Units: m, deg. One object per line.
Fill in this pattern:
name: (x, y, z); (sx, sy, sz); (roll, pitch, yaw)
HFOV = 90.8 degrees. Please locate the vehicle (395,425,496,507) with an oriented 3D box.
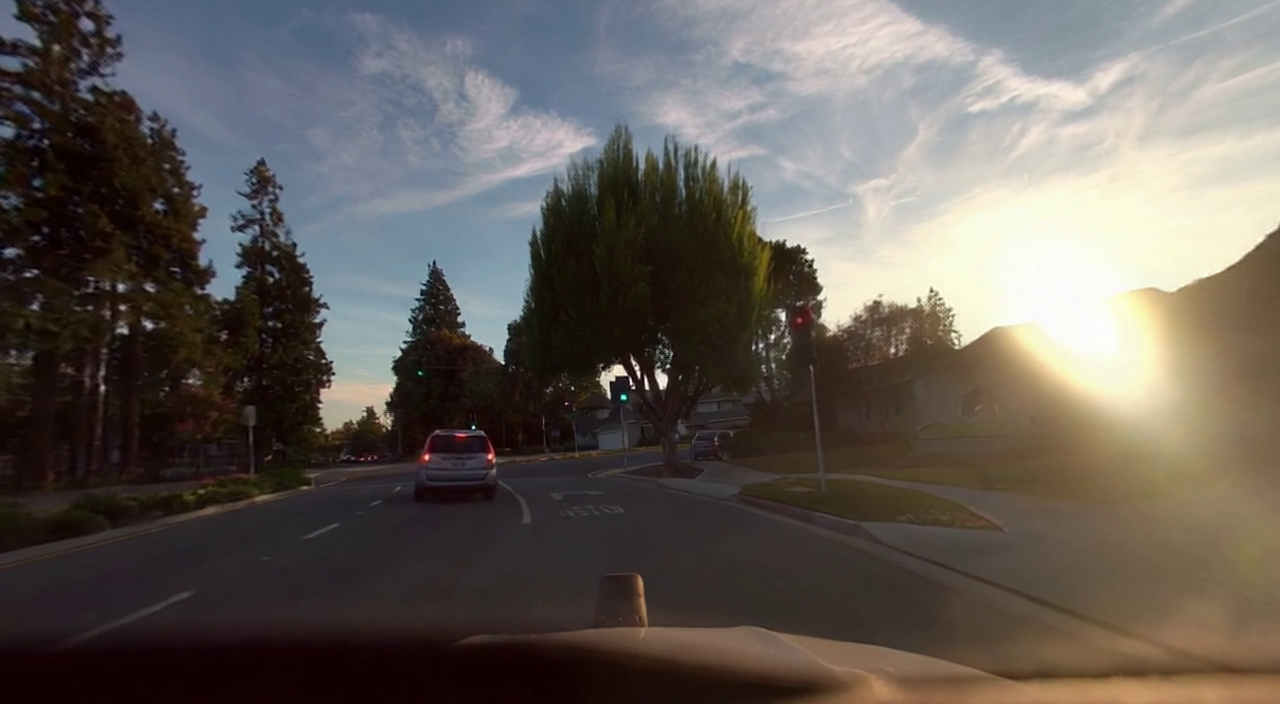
vehicle: (-4.676, 2.723, 15.534); (1.990, 1.707, 4.225); (2, -9, -15)

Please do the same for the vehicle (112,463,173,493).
vehicle: (-31.625, 7.972, 40.299); (1.943, 1.677, 4.176); (4, -9, -23)

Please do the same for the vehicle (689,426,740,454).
vehicle: (4.201, 5.072, 36.353); (1.911, 1.516, 4.251); (1, -8, -8)
